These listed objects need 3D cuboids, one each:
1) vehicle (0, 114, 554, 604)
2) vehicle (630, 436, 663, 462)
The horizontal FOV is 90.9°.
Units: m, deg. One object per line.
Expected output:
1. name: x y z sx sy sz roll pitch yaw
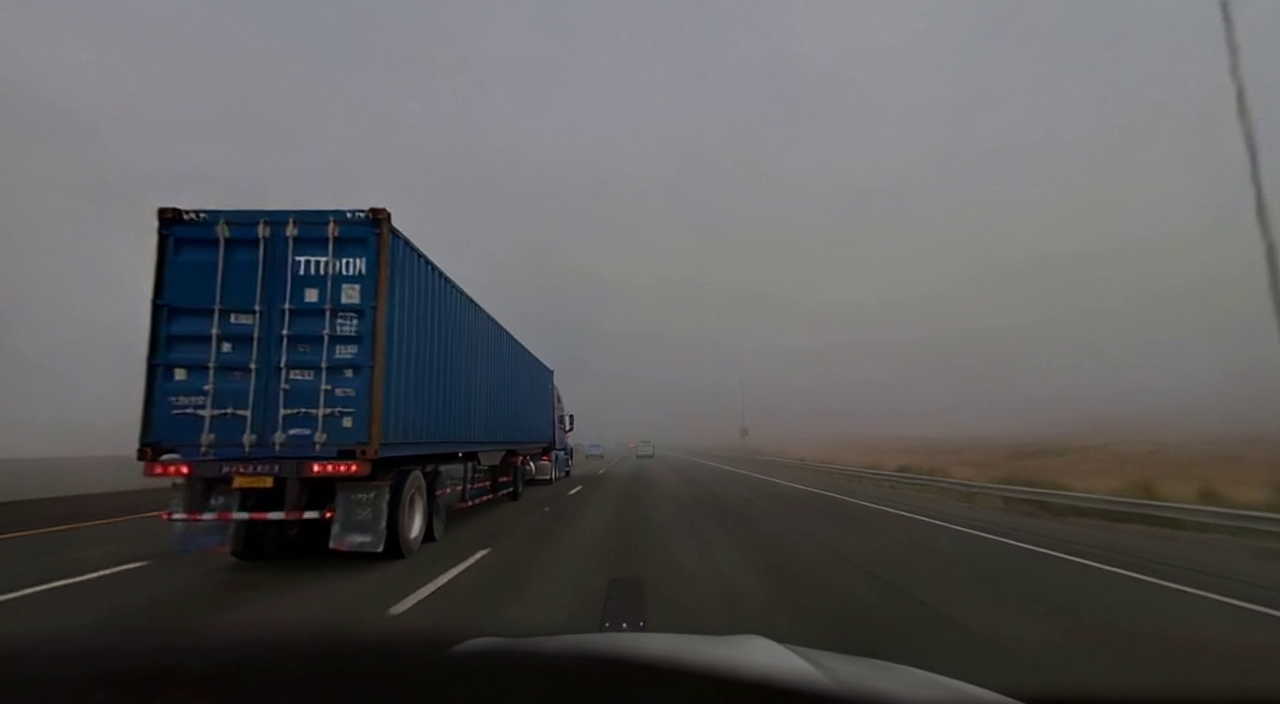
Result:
1. vehicle: -4.027 0.915 11.781 2.840 4.032 13.388 0 -8 0
2. vehicle: 0.411 6.718 43.706 2.136 1.718 4.157 0 -8 0
